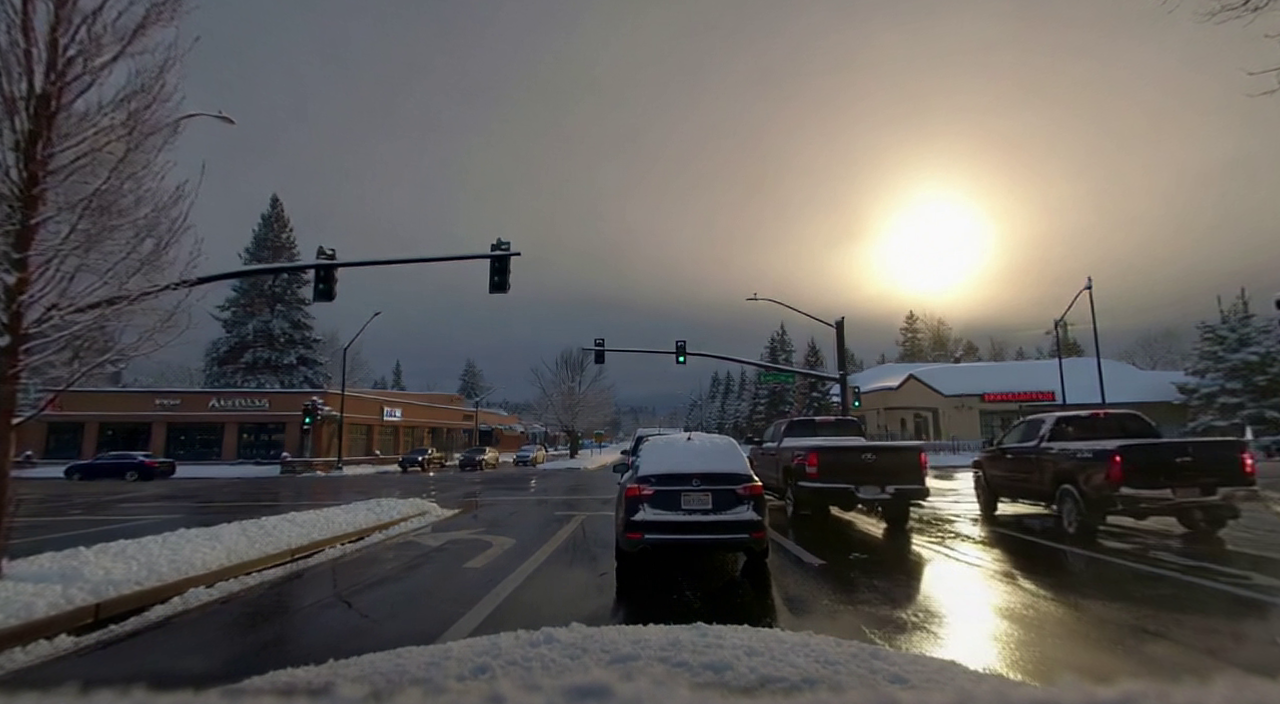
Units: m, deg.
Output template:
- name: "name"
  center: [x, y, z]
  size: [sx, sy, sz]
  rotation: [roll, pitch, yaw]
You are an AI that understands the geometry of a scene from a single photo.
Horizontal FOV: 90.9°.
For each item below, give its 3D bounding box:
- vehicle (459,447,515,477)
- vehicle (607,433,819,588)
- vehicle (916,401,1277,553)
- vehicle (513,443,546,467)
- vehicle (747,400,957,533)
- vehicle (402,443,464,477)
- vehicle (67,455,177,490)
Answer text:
- name: "vehicle"
  center: [-8.231, 5.954, 34.367]
  size: [2.002, 1.469, 4.301]
  rotation: [0, -8, 0]
- name: "vehicle"
  center: [0.623, 1.796, 7.985]
  size: [2.038, 1.447, 3.756]
  rotation: [0, -8, -3]
- name: "vehicle"
  center: [7.278, 2.050, 11.124]
  size: [2.323, 2.009, 5.266]
  rotation: [0, -8, -1]
- name: "vehicle"
  center: [-8.550, 8.017, 49.195]
  size: [1.904, 1.789, 4.021]
  rotation: [0, -8, -1]
- name: "vehicle"
  center: [3.843, 2.226, 12.826]
  size: [2.358, 2.116, 5.328]
  rotation: [0, -8, -1]
- name: "vehicle"
  center: [-11.973, 6.242, 36.862]
  size: [1.991, 1.844, 4.393]
  rotation: [0, -8, 2]
- name: "vehicle"
  center: [-29.075, 6.732, 35.431]
  size: [4.789, 1.828, 2.025]
  rotation: [-2, -9, 11]
